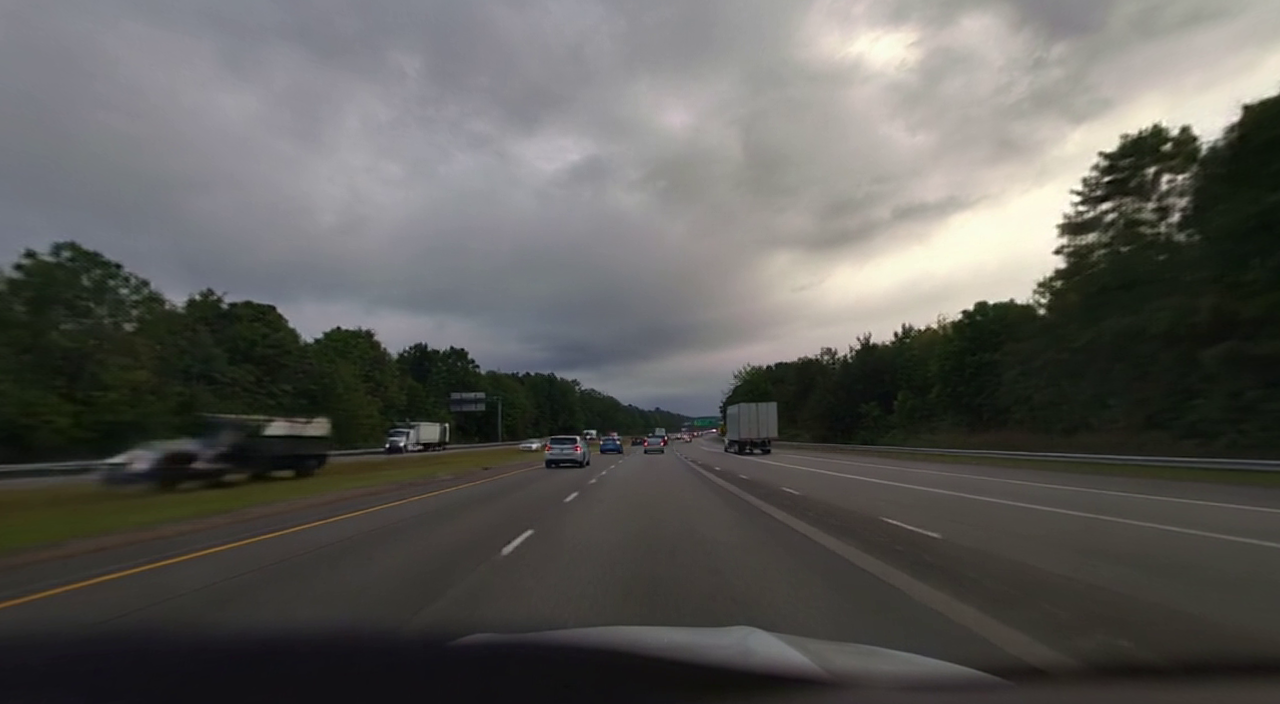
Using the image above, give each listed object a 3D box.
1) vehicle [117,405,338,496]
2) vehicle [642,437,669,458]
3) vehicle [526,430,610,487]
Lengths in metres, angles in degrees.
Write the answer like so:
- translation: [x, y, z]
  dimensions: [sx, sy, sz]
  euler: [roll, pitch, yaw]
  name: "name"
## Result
- translation: [-11.659, 2.852, 18.637]
  dimensions: [2.310, 2.226, 6.079]
  euler: [0, -8, 1]
  name: "vehicle"
- translation: [1.171, 7.302, 48.341]
  dimensions: [2.004, 1.465, 3.842]
  euler: [0, -8, 1]
  name: "vehicle"
- translation: [-2.211, 3.389, 20.492]
  dimensions: [2.137, 1.618, 4.209]
  euler: [0, -8, 1]
  name: "vehicle"
